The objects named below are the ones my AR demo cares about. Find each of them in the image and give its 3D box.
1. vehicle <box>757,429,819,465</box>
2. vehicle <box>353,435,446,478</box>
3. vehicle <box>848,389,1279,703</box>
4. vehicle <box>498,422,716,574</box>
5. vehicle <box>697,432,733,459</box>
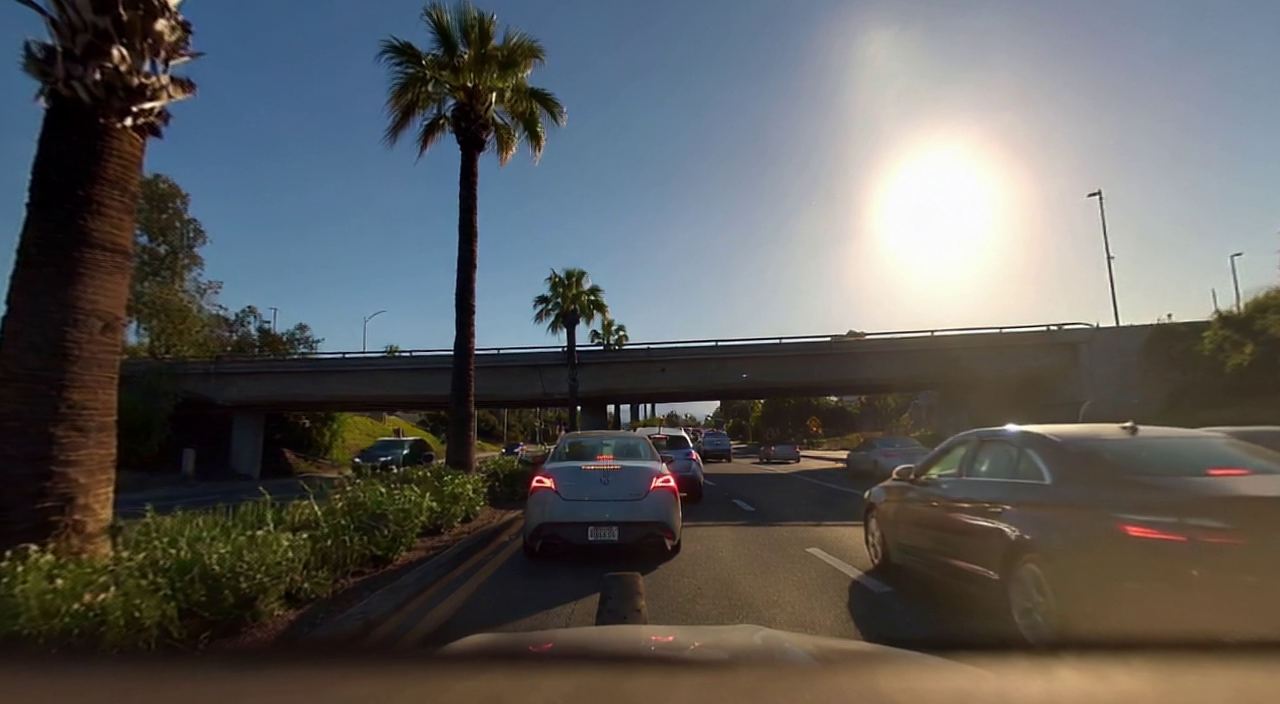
[{"bbox_3d":[8.047,5.247,34.670,2.242,1.817,4.837,0,-8,0],"label":"vehicle"},{"bbox_3d":[-12.085,5.262,32.041,2.386,1.943,5.700,-1,-8,1],"label":"vehicle"},{"bbox_3d":[3.422,1.261,4.902,2.034,1.517,4.840,0,-8,1],"label":"vehicle"},{"bbox_3d":[-0.270,1.758,8.347,2.172,1.506,4.018,0,-8,2],"label":"vehicle"},{"bbox_3d":[5.050,6.384,42.895,1.947,1.716,4.110,0,-8,0],"label":"vehicle"}]
